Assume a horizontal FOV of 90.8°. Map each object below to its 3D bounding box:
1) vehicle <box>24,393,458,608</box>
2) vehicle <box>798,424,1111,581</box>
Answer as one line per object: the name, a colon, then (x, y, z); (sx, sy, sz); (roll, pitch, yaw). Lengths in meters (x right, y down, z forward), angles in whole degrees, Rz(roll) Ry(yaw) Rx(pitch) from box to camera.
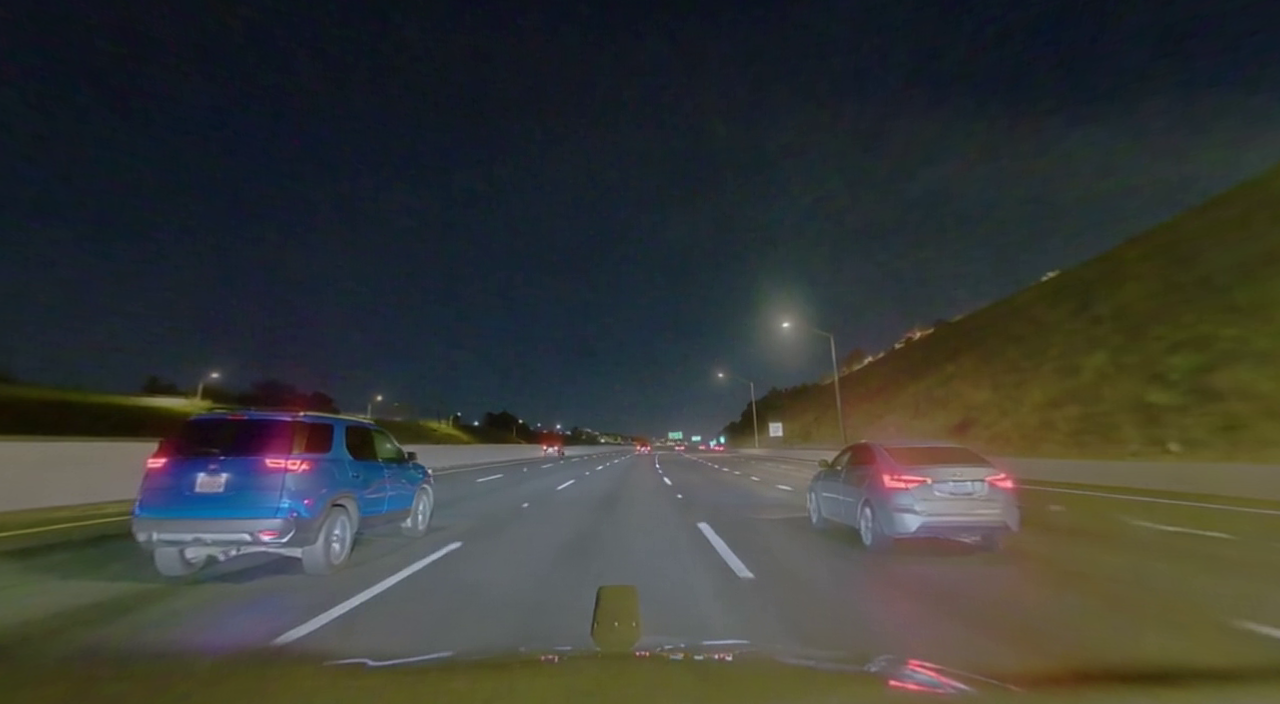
vehicle: (-3.903, 1.548, 7.505); (2.047, 1.715, 4.689); (0, -9, 0)
vehicle: (3.576, 1.776, 8.288); (1.847, 1.493, 4.303); (0, -9, -1)
